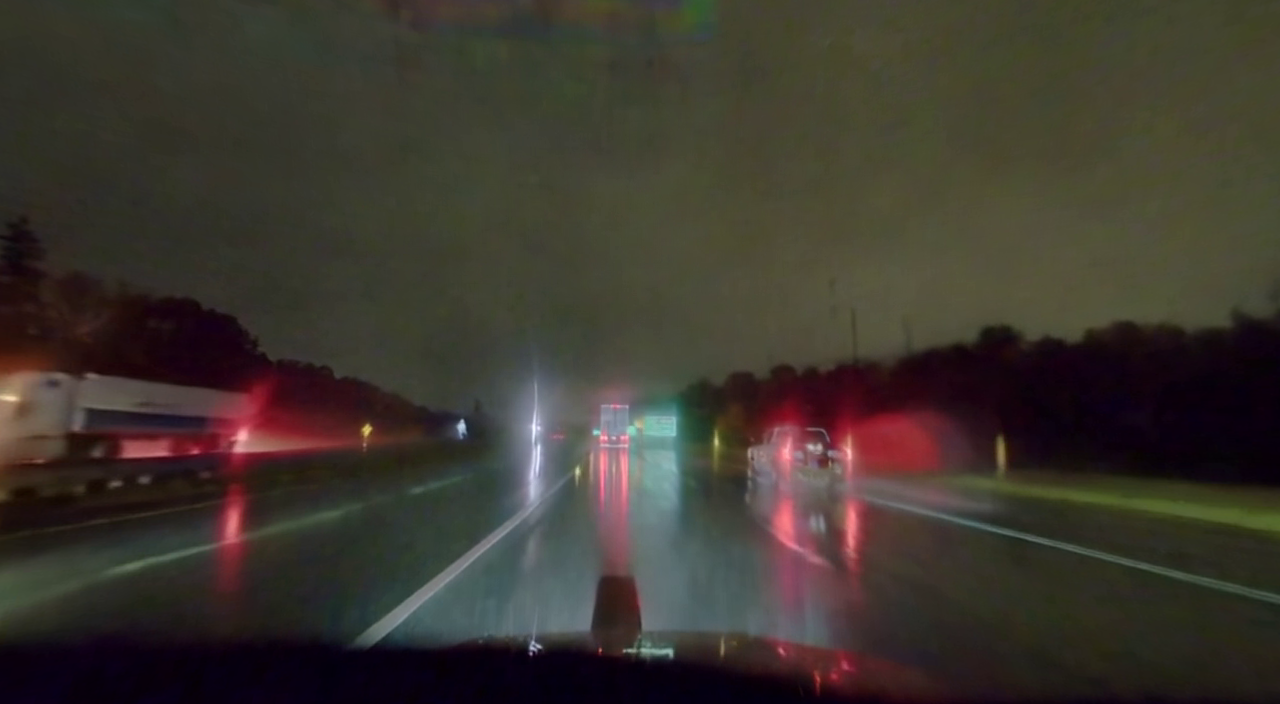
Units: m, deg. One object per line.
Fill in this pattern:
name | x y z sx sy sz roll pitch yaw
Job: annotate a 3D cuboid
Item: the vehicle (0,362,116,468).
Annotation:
vehicle | -25.405 2.676 25.622 2.968 3.914 6.085 0 -9 -3
